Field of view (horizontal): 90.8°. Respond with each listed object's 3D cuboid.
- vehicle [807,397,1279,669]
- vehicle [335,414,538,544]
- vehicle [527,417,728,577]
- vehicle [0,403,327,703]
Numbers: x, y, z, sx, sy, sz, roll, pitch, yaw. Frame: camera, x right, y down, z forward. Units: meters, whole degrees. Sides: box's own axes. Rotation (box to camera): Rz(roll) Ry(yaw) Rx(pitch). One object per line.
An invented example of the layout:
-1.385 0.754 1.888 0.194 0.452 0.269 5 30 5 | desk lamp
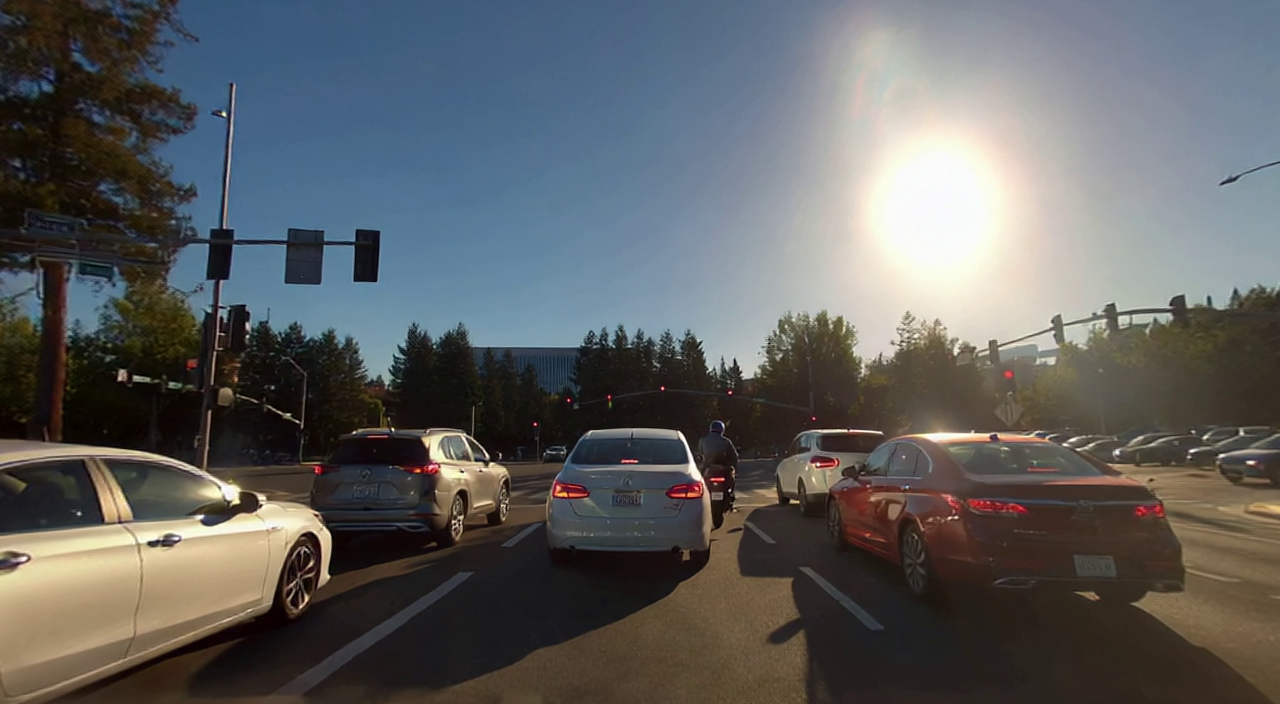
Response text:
3.231 1.444 6.193 2.006 1.659 4.462 0 -8 1 | vehicle
-3.221 2.119 11.165 2.048 1.805 4.405 0 -8 1 | vehicle
-0.097 1.799 8.551 2.106 1.655 3.717 0 -8 1 | vehicle
-3.347 0.947 2.365 1.863 1.495 4.667 0 -8 2 | vehicle
